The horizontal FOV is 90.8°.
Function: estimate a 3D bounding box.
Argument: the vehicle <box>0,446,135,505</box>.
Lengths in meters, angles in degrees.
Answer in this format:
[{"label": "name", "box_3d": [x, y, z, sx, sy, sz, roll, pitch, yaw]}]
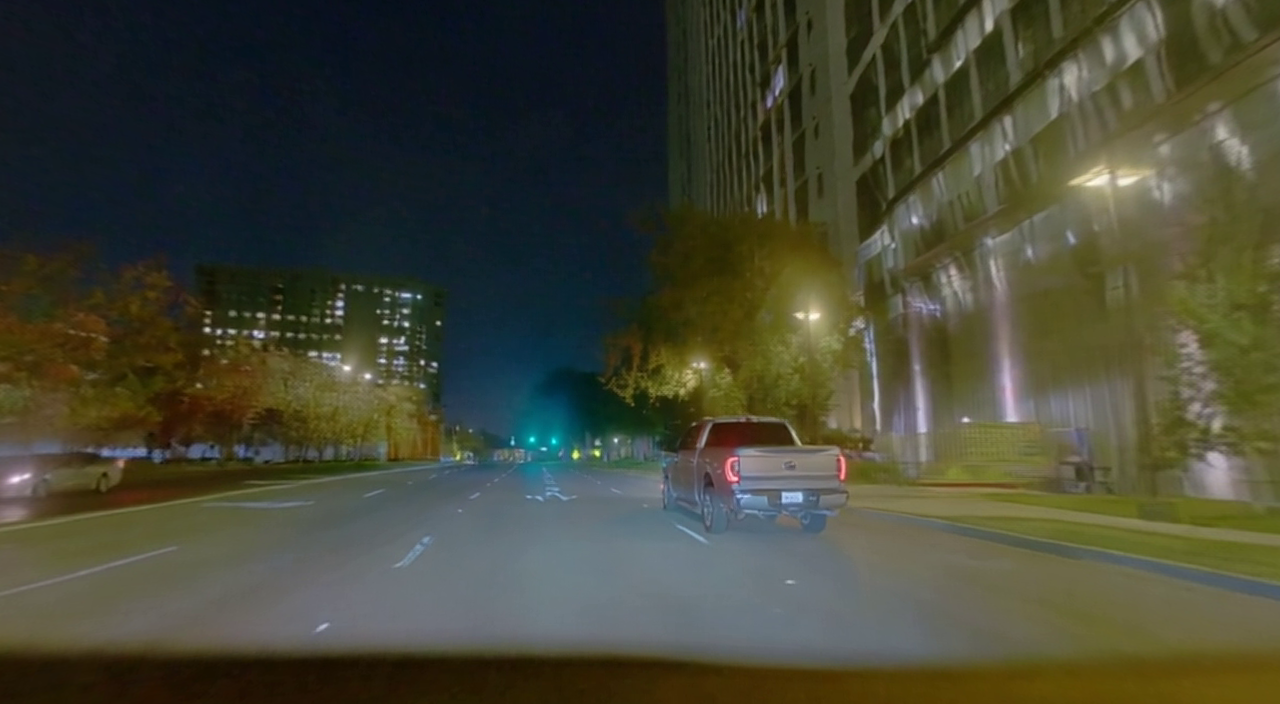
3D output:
[{"label": "vehicle", "box_3d": [-19.695, 4.052, 21.286, 2.037, 1.725, 4.632, 1, -8, -10]}]

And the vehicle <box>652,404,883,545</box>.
[{"label": "vehicle", "box_3d": [1.863, 2.114, 11.713, 2.402, 1.922, 5.677, 1, -8, -8]}]
